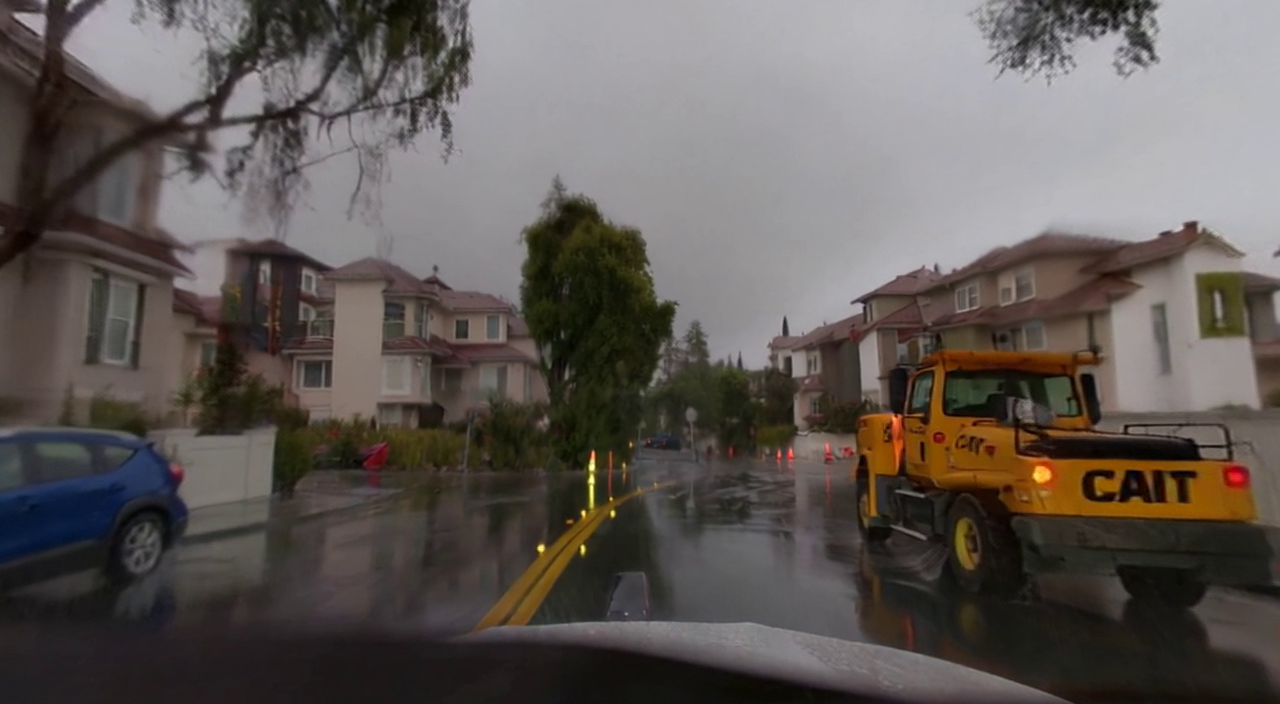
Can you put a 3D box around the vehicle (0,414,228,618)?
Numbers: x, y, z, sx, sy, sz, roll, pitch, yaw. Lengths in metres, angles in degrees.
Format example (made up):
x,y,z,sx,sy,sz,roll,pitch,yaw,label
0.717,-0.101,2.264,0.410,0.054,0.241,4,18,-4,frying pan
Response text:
x,y,z,sx,sy,sz,roll,pitch,yaw,label
-6.704,1.510,6.018,2.220,1.765,4.799,0,-8,1,vehicle

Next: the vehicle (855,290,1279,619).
x,y,z,sx,sy,sz,roll,pitch,yaw,label
4.355,1.045,6.891,2.501,2.613,3.505,0,-9,-4,vehicle

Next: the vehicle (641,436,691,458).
x,y,z,sx,sy,sz,roll,pitch,yaw,label
1.940,7.237,47.967,3.629,1.578,1.802,0,-8,-1,vehicle
